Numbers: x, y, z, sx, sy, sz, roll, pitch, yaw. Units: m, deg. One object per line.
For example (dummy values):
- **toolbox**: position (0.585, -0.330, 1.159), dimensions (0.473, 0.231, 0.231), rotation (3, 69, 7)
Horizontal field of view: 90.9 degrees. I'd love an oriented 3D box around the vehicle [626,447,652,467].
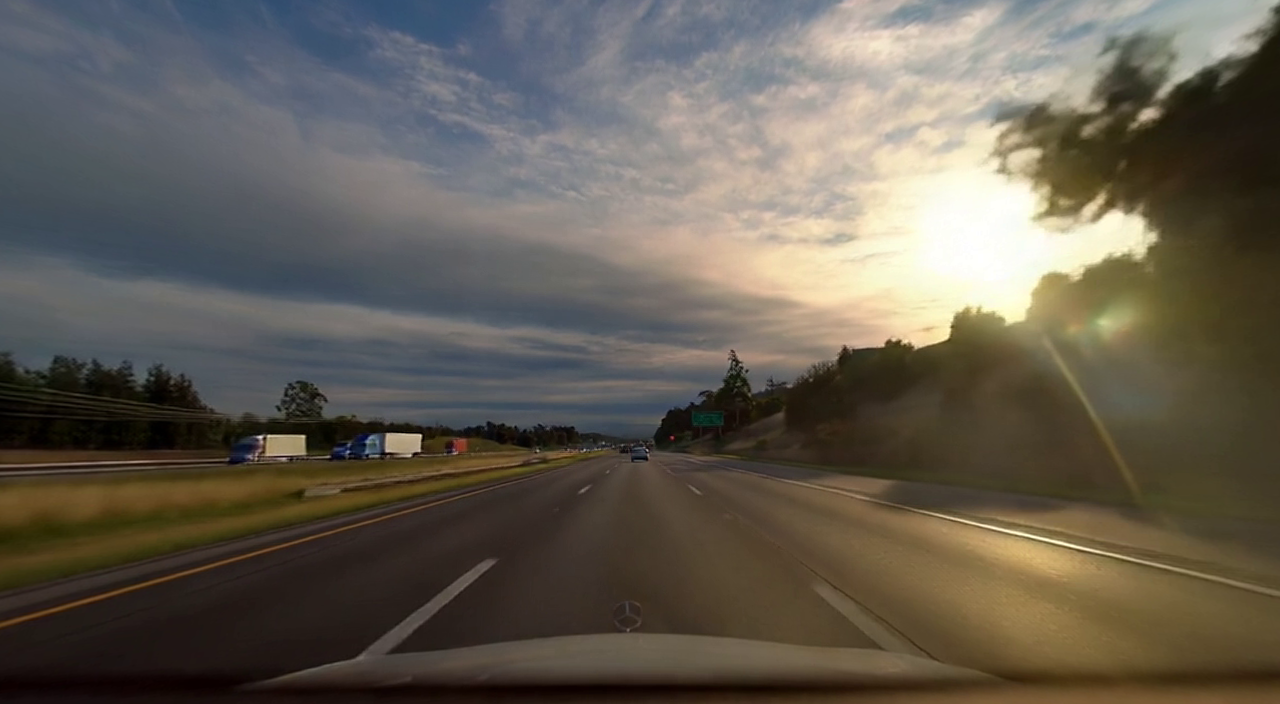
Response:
- **vehicle**: position (-0.092, 8.087, 48.615), dimensions (1.916, 1.494, 4.335), rotation (0, -9, -1)
